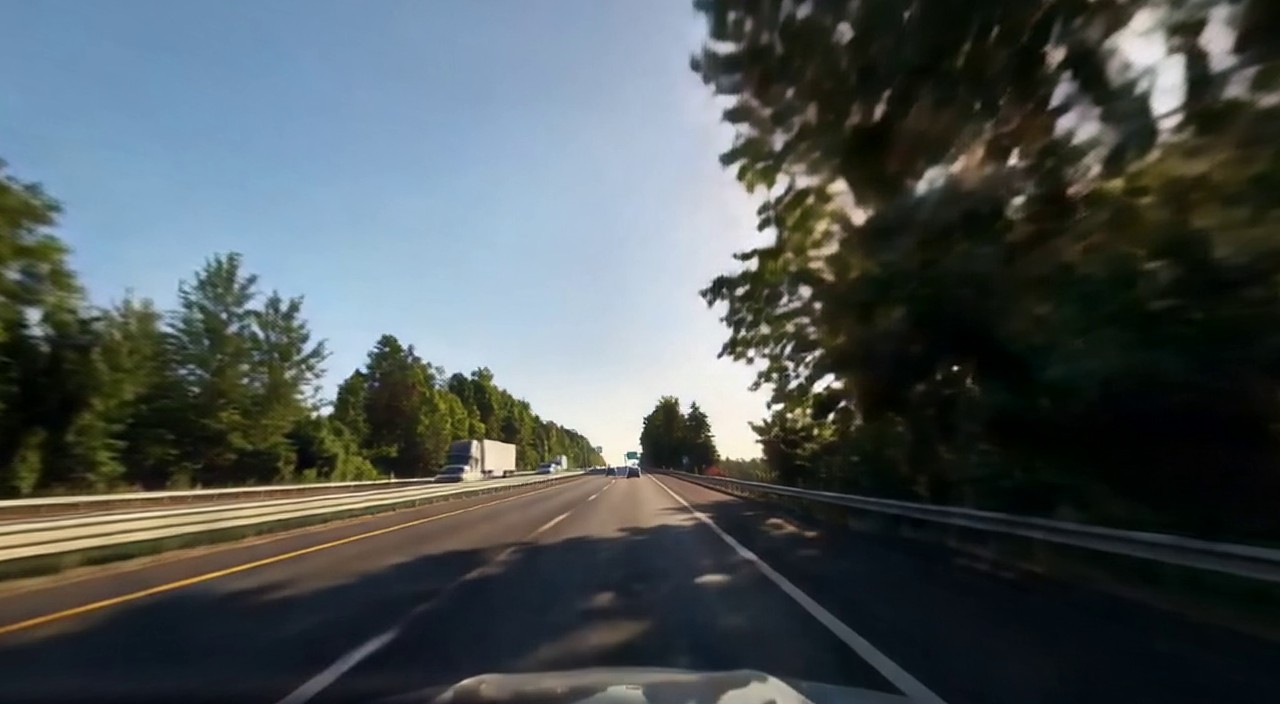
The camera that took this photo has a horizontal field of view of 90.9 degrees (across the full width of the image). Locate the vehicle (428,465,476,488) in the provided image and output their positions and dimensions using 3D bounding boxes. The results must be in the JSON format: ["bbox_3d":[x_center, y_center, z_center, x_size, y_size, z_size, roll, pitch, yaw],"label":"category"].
[{"bbox_3d":[-12.186,8.100,41.043,1.961,1.374,3.513,0,-11,1],"label":"vehicle"}]
